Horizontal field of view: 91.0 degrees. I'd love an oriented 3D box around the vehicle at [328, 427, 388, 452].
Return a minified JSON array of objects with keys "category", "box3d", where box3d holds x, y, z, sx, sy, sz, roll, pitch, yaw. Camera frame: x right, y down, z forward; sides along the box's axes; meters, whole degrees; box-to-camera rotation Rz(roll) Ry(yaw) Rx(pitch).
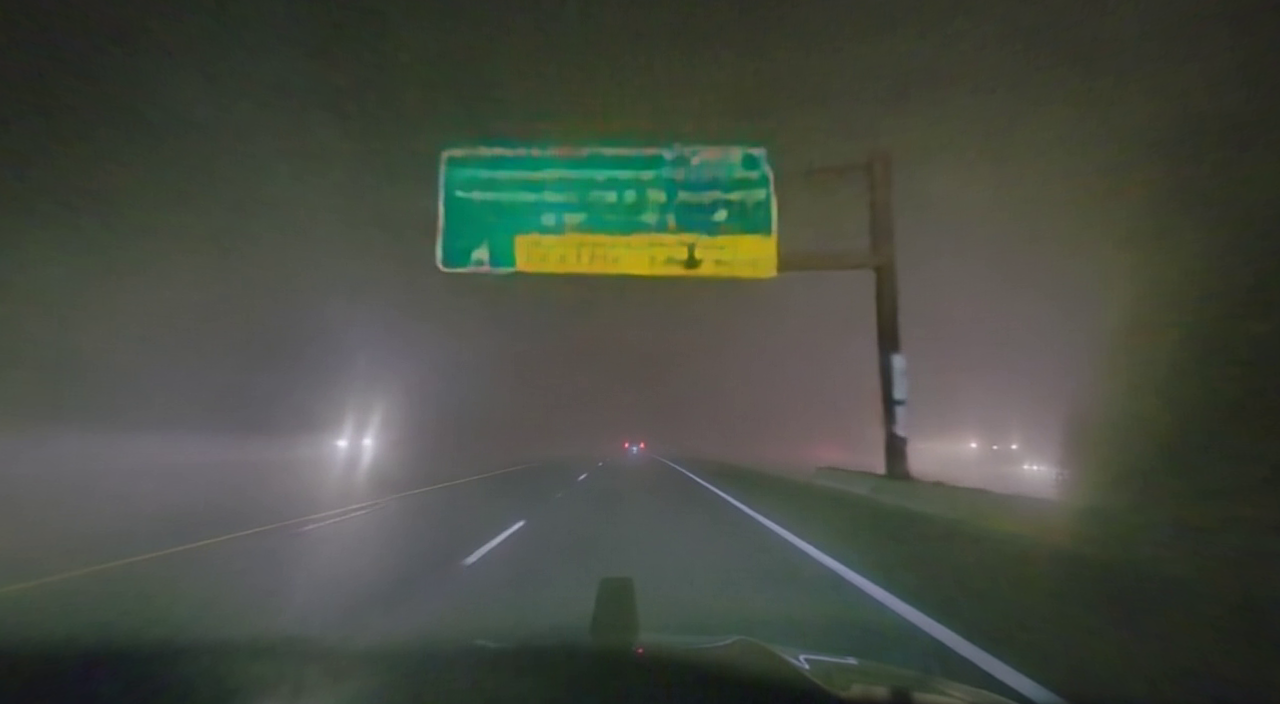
[{"category":"vehicle","box3d":[-17.316,5.418,38.828,1.821,1.413,4.027,-1,-8,1]}]
